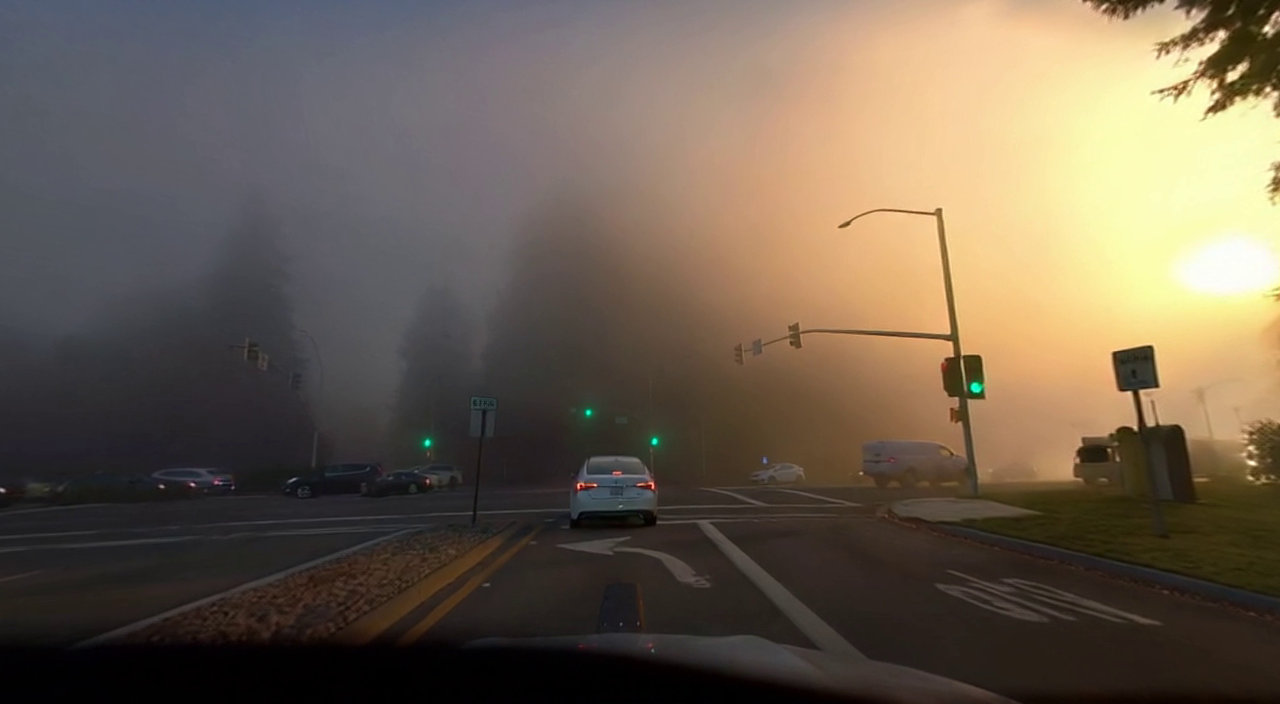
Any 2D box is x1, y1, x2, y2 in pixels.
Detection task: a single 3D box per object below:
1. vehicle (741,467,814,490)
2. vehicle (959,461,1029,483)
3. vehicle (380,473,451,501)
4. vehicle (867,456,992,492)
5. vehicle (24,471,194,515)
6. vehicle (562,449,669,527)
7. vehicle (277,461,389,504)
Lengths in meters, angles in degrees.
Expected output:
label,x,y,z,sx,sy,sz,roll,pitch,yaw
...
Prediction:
label,x,y,z,sx,sy,sz,roll,pitch,yaw
vehicle,9.004,8.279,41.553,4.254,1.359,1.895,2,-9,-16
vehicle,25.938,8.756,46.294,4.358,1.471,1.875,2,-9,-16
vehicle,-14.435,8.676,40.778,1.843,1.475,4.047,-5,-10,30
vehicle,12.952,5.414,28.341,4.838,1.449,2.077,2,-9,-15
vehicle,-20.080,5.342,24.126,4.548,1.449,1.802,2,-9,-14
vehicle,-0.624,3.021,14.646,2.112,1.479,4.264,1,-9,-4
vehicle,-14.155,5.966,29.208,4.355,1.789,2.175,-3,-9,21
